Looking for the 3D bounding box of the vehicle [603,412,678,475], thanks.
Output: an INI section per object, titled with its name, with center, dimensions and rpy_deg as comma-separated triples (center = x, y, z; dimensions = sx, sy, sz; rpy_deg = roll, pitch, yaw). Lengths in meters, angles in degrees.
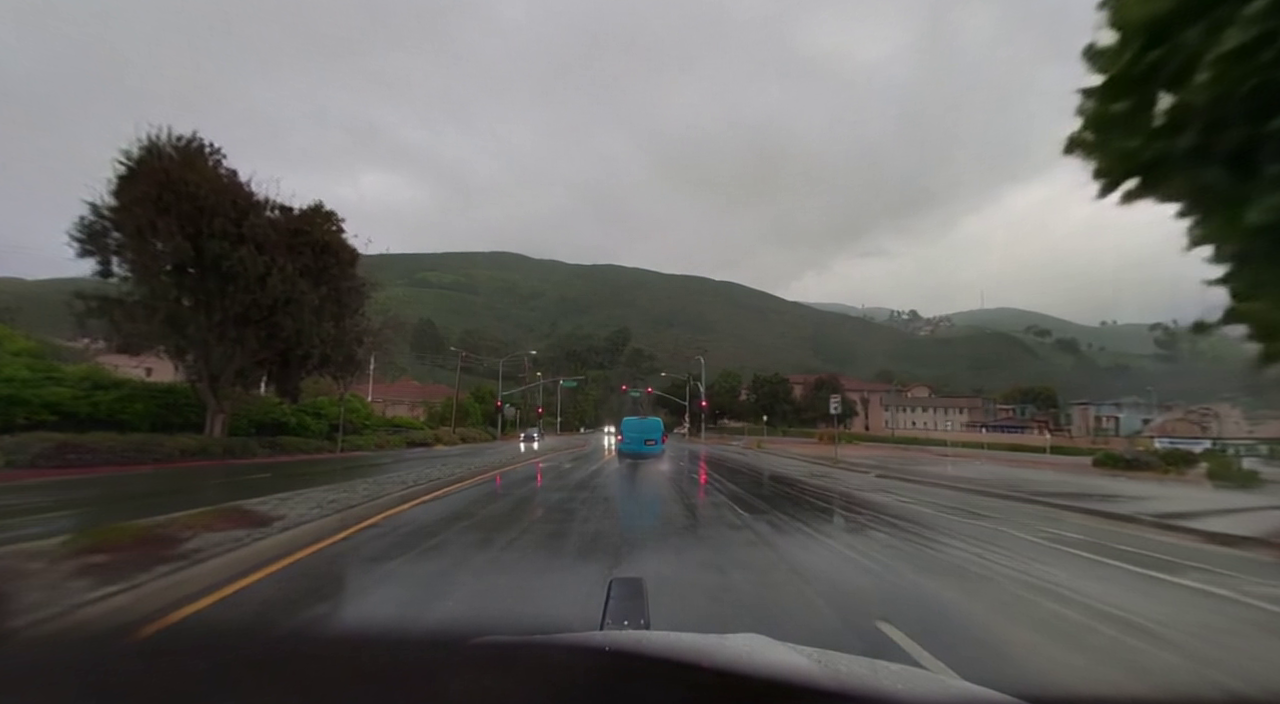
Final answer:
[vehicle]
center = 0.014, 2.984, 20.623
dimensions = 2.185, 1.822, 4.391
rpy_deg = 0, -8, 0
